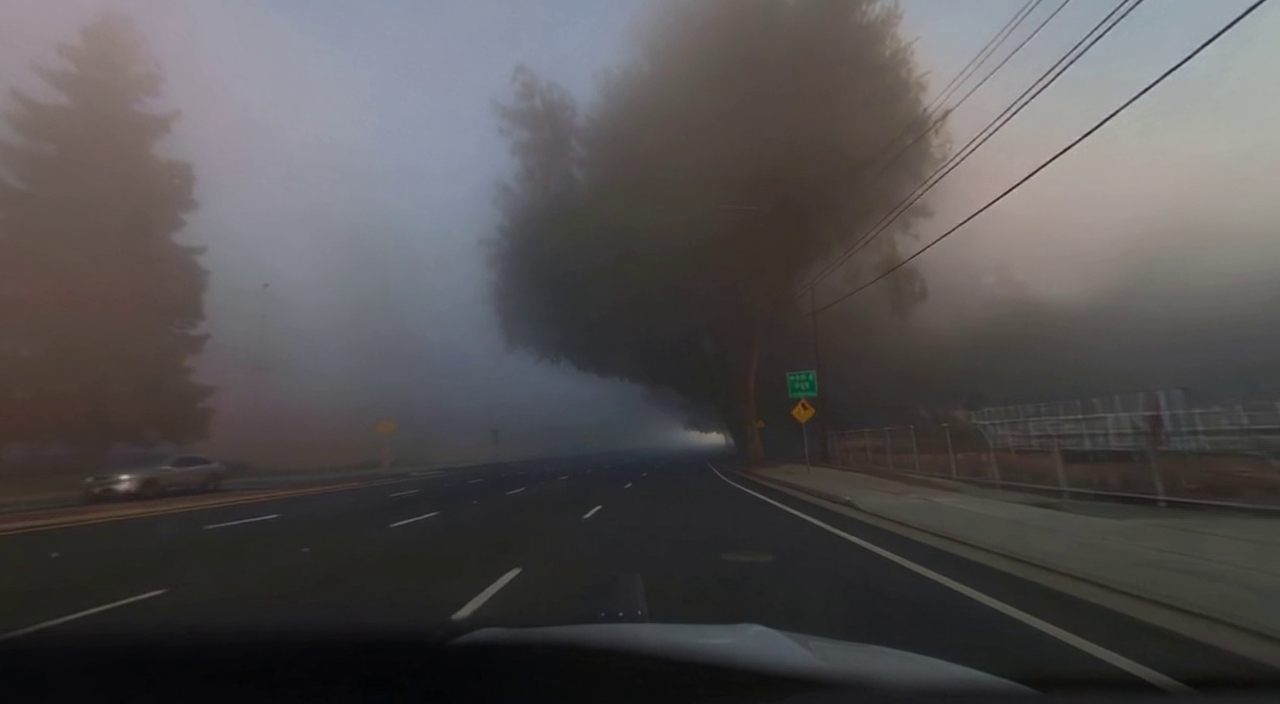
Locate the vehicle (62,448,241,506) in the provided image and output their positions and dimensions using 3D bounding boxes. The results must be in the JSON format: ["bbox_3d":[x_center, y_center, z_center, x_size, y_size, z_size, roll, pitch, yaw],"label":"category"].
[{"bbox_3d":[-14.549,3.701,19.233,1.887,1.478,4.471,0,-8,0],"label":"vehicle"}]
